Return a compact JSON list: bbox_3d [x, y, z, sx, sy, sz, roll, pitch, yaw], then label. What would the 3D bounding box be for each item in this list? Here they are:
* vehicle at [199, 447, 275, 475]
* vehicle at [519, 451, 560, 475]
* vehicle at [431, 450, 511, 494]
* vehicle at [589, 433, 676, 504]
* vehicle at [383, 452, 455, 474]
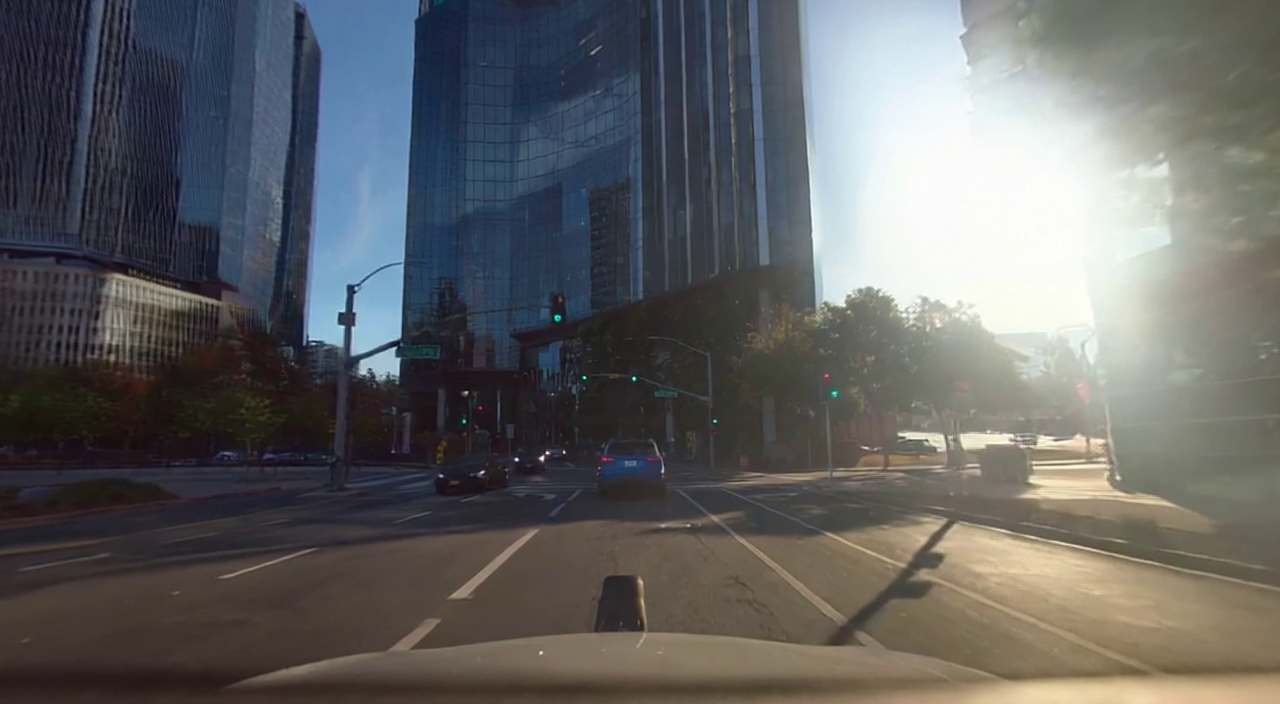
[{"bbox_3d":[-26.500,7.146,41.567,4.393,1.730,2.151,-5,-9,26],"label":"vehicle"},{"bbox_3d":[-6.693,7.425,42.493,1.934,1.476,4.457,0,-9,1],"label":"vehicle"},{"bbox_3d":[-6.386,4.561,24.425,1.908,1.475,4.337,0,-9,0],"label":"vehicle"},{"bbox_3d":[-0.245,3.233,17.929,2.183,1.765,4.059,0,-9,-1],"label":"vehicle"},{"bbox_3d":[-16.366,8.215,46.889,4.588,1.582,1.980,6,-11,-33],"label":"vehicle"}]
